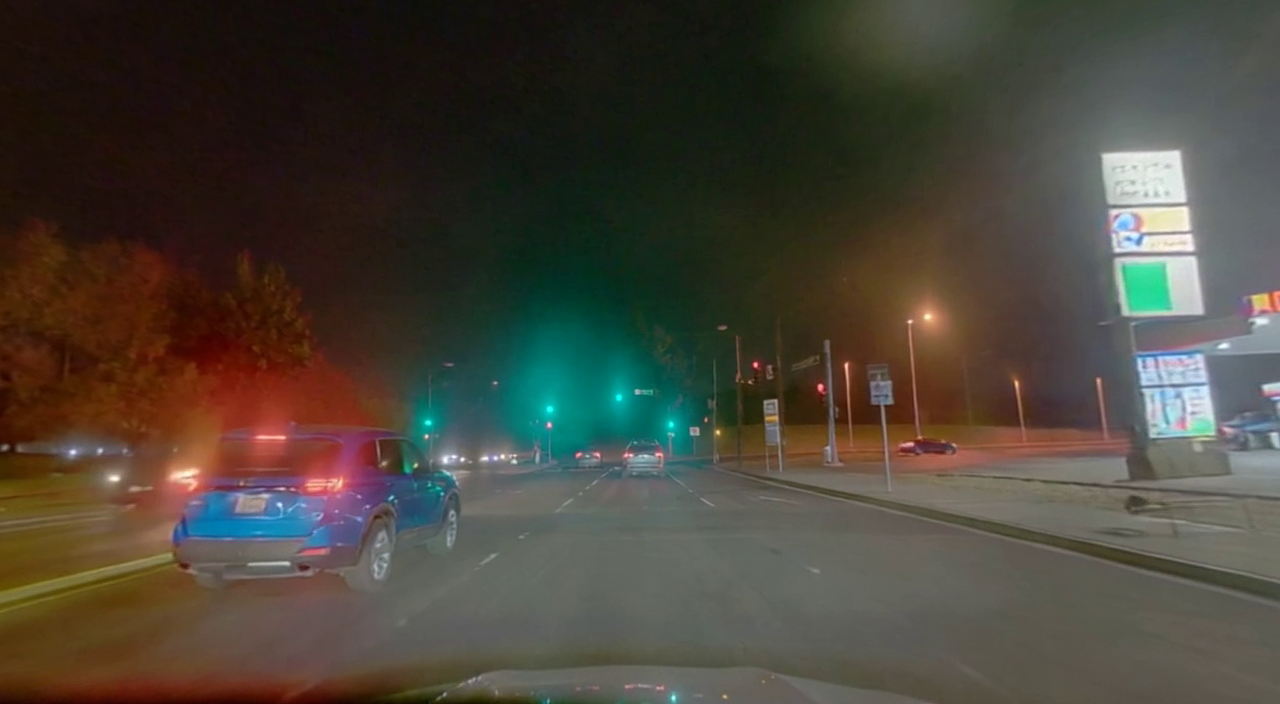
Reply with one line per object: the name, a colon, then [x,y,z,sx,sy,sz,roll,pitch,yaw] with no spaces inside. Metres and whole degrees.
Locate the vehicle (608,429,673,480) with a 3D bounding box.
vehicle: [-0.027,4.410,27.324,2.552,1.999,5.498,0,-8,-1]

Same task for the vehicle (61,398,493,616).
vehicle: [-3.503,1.612,7.593,2.247,1.734,4.919,0,-8,0]
